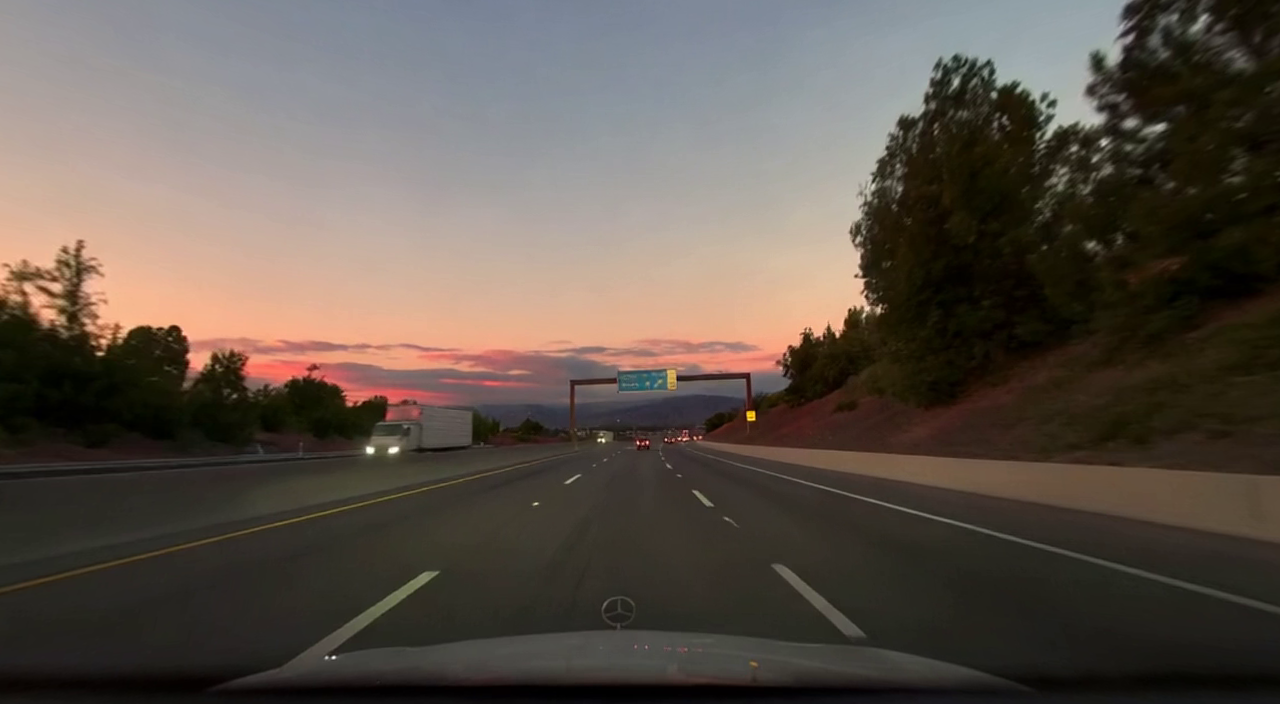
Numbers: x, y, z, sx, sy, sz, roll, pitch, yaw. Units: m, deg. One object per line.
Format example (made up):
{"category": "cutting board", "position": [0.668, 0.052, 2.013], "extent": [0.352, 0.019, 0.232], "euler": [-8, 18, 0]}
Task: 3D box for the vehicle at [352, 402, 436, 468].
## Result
{"category": "vehicle", "position": [-15.962, 5.480, 41.333], "extent": [2.950, 4.004, 5.950], "euler": [0, -8, 0]}
